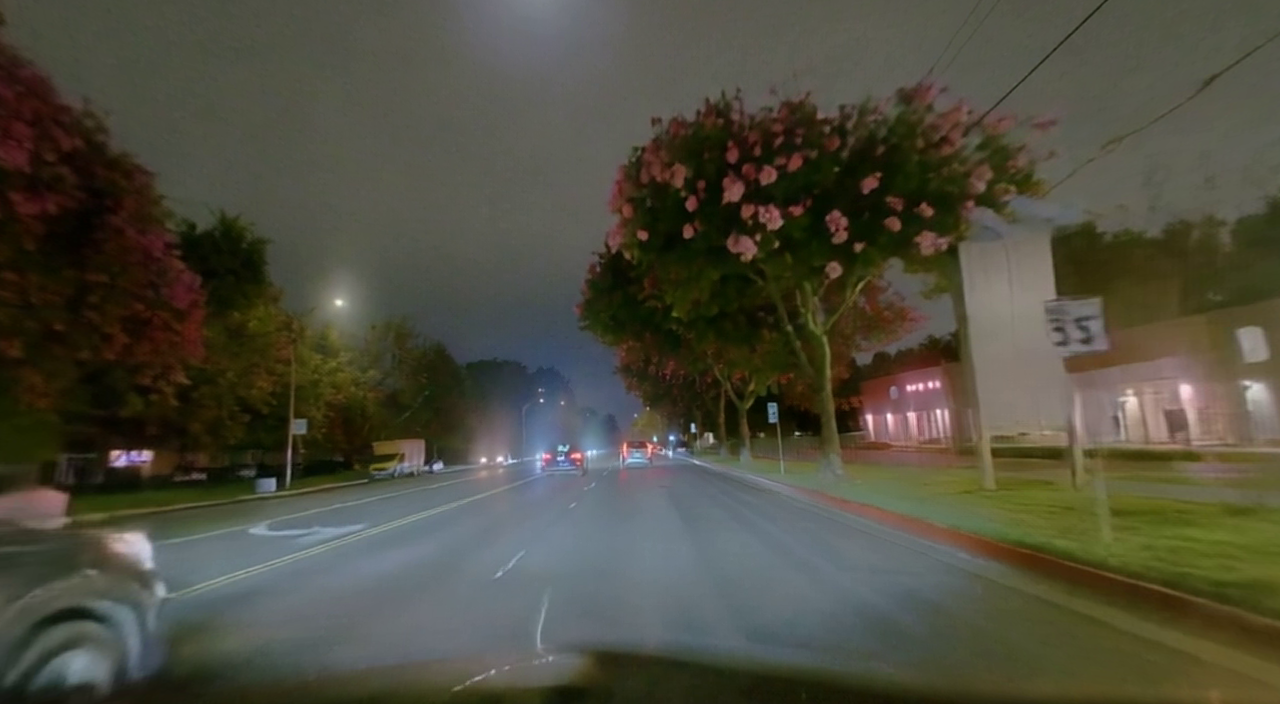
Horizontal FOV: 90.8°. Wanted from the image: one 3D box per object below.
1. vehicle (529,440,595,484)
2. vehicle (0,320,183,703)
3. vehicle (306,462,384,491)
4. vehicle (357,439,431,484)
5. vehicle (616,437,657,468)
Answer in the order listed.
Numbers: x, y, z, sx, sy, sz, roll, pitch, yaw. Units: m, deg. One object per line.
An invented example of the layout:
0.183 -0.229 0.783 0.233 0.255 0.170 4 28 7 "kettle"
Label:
-3.096 4.474 25.983 2.167 1.634 4.220 0 -9 0 "vehicle"
-3.116 0.512 0.163 2.257 1.751 5.028 0 -9 -1 "vehicle"
-16.305 6.875 35.231 1.880 1.372 4.915 0 -9 1 "vehicle"
-16.428 7.280 42.578 2.474 2.431 6.256 -5 -7 -1 "vehicle"
-0.258 6.161 38.788 2.376 1.801 4.317 0 -9 -2 "vehicle"
